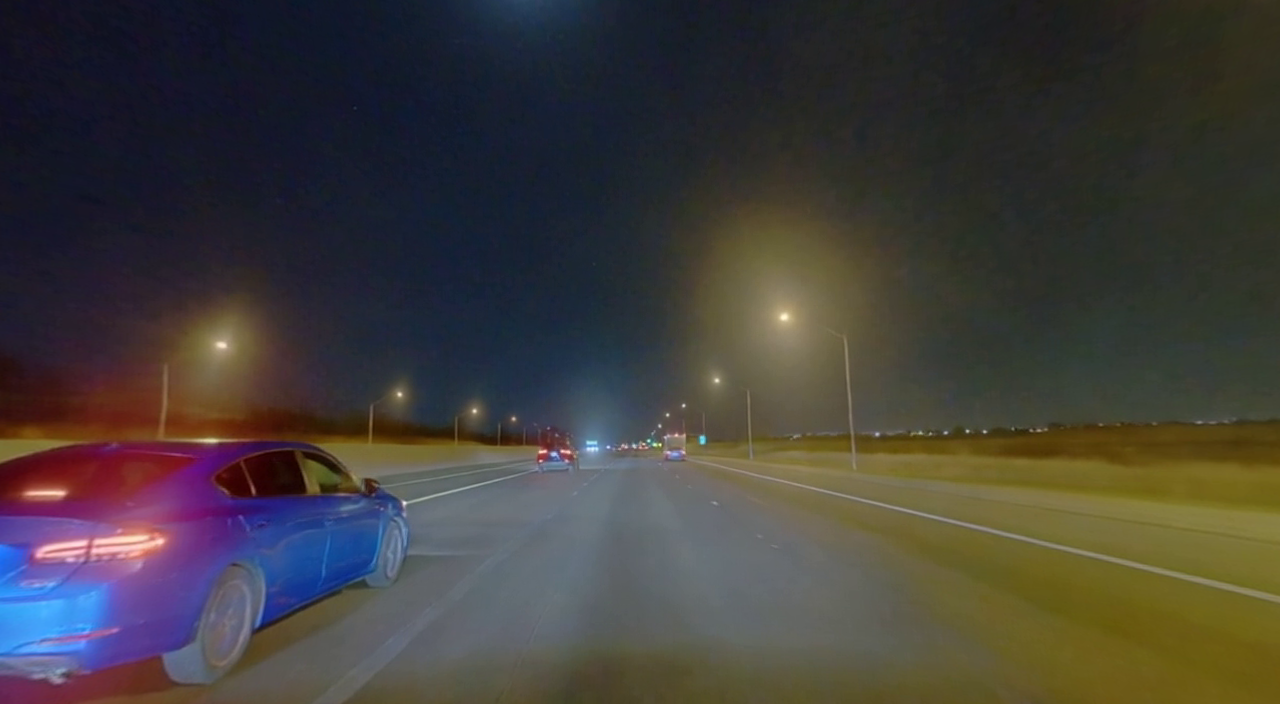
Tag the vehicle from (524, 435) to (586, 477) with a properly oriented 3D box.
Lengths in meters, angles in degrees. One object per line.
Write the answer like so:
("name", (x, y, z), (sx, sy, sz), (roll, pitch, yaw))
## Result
("vehicle", (-3.889, 4.859, 29.771), (2.205, 1.773, 5.124), (0, -9, 0))
